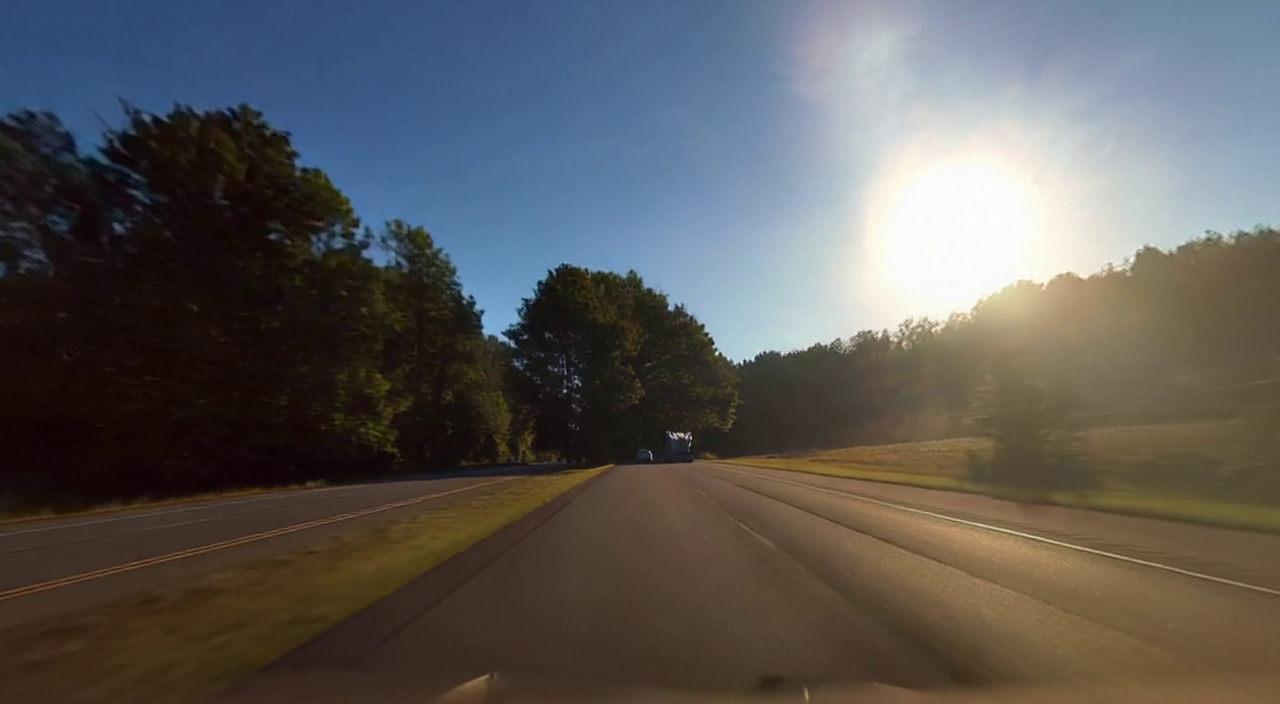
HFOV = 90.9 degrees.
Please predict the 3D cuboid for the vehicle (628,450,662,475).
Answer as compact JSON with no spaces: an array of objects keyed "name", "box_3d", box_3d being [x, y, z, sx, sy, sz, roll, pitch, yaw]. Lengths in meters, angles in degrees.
[{"name":"vehicle","box_3d":[0.289,6.487,37.272,1.926,1.386,3.615,0,-9,0]}]
